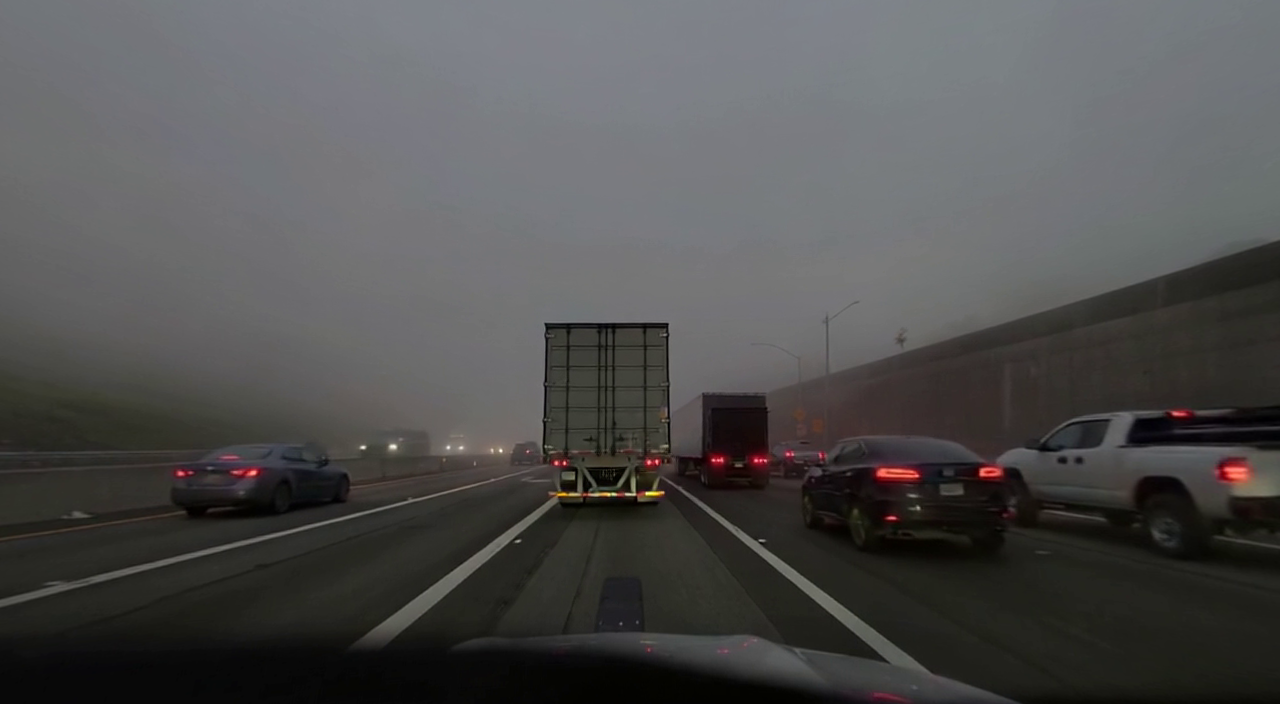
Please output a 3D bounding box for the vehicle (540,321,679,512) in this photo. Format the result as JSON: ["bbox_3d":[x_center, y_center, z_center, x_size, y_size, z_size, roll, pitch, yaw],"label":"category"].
[{"bbox_3d":[-0.684,2.145,18.766,2.906,4.040,10.743,0,-9,0],"label":"vehicle"}]

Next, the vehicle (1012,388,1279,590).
[{"bbox_3d":[7.058,1.568,7.775,2.070,1.888,4.546,0,-9,-1],"label":"vehicle"}]

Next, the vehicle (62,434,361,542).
[{"bbox_3d":[-7.030,2.262,11.232,1.973,1.471,4.779,0,-9,0],"label":"vehicle"}]

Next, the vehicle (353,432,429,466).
[{"bbox_3d":[-13.614,5.347,34.946,2.050,1.703,5.398,0,-9,-1],"label":"vehicle"}]

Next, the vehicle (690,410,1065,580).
[{"bbox_3d":[3.334,2.776,14.730,2.869,1.940,14.755,0,-9,-1],"label":"vehicle"}]

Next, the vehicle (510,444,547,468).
[{"bbox_3d":[-8.444,7.920,48.186,2.088,1.726,4.545,0,-9,-2],"label":"vehicle"}]
